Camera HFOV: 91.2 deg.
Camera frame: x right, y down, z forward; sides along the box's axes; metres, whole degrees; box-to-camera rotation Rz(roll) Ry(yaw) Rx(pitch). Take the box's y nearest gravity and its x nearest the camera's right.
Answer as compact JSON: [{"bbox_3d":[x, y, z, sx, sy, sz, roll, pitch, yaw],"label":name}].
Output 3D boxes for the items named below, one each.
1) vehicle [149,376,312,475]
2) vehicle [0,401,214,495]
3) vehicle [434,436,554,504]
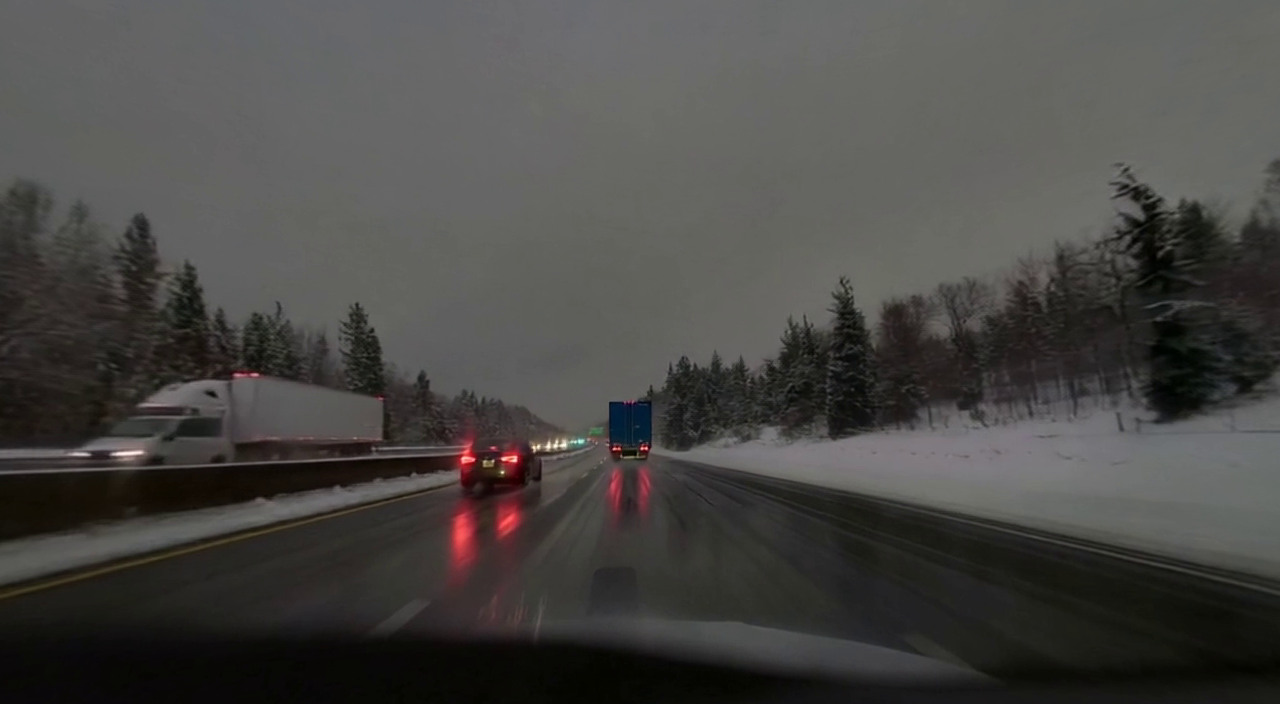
[{"bbox_3d":[-17.342,3.273,27.157,2.915,3.765,5.897,-1,-9,0],"label":"vehicle"},{"bbox_3d":[-12.897,2.306,15.006,2.047,1.878,4.683,0,-9,0],"label":"vehicle"},{"bbox_3d":[-3.626,3.016,16.471,2.057,1.519,4.372,0,-9,1],"label":"vehicle"}]
